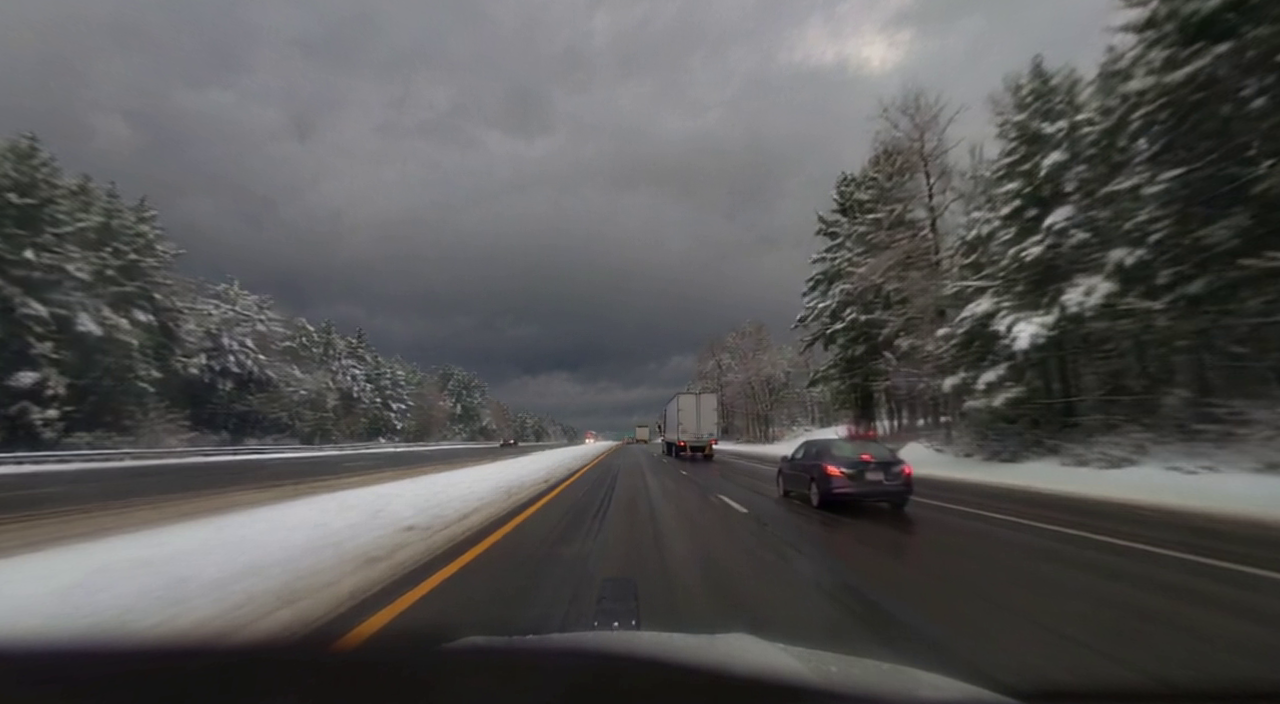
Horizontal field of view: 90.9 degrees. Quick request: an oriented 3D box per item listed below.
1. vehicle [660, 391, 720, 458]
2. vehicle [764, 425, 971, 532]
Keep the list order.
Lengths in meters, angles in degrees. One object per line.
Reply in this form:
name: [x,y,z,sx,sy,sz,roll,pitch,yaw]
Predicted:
vehicle: [3.199,5.108,43.569,2.911,3.994,10.840,0,-8,-2]
vehicle: [3.570,2.030,10.787,1.984,1.482,3.833,0,-8,-2]
